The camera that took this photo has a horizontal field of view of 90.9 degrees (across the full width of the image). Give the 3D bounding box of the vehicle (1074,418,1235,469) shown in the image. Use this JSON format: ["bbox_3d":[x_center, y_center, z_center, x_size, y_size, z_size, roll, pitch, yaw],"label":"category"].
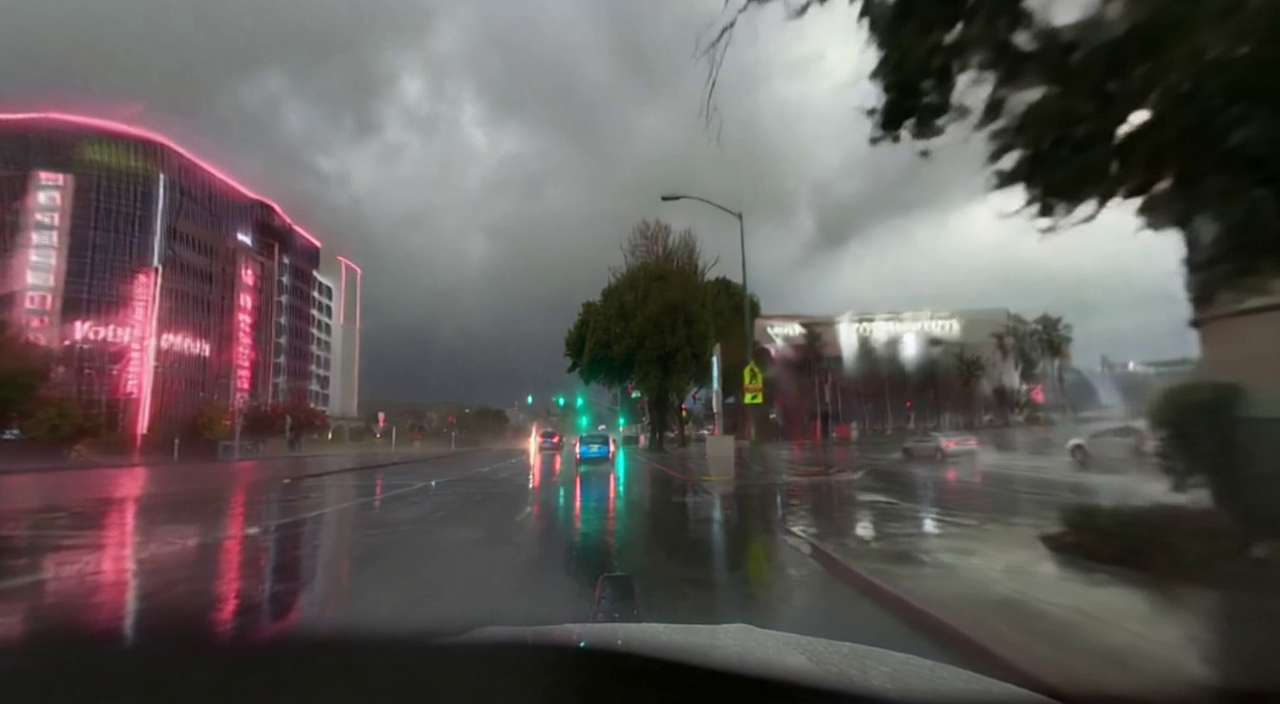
[{"bbox_3d":[21.610,3.869,26.825,2.159,1.942,4.932,2,-8,-11],"label":"vehicle"}]

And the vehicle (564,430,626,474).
[{"bbox_3d":[-1.789,3.924,24.885,2.231,1.572,4.227,1,-8,-5],"label":"vehicle"}]

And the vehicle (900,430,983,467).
[{"bbox_3d":[17.827,5.797,37.570,1.932,1.762,4.835,1,-13,-9],"label":"vehicle"}]
